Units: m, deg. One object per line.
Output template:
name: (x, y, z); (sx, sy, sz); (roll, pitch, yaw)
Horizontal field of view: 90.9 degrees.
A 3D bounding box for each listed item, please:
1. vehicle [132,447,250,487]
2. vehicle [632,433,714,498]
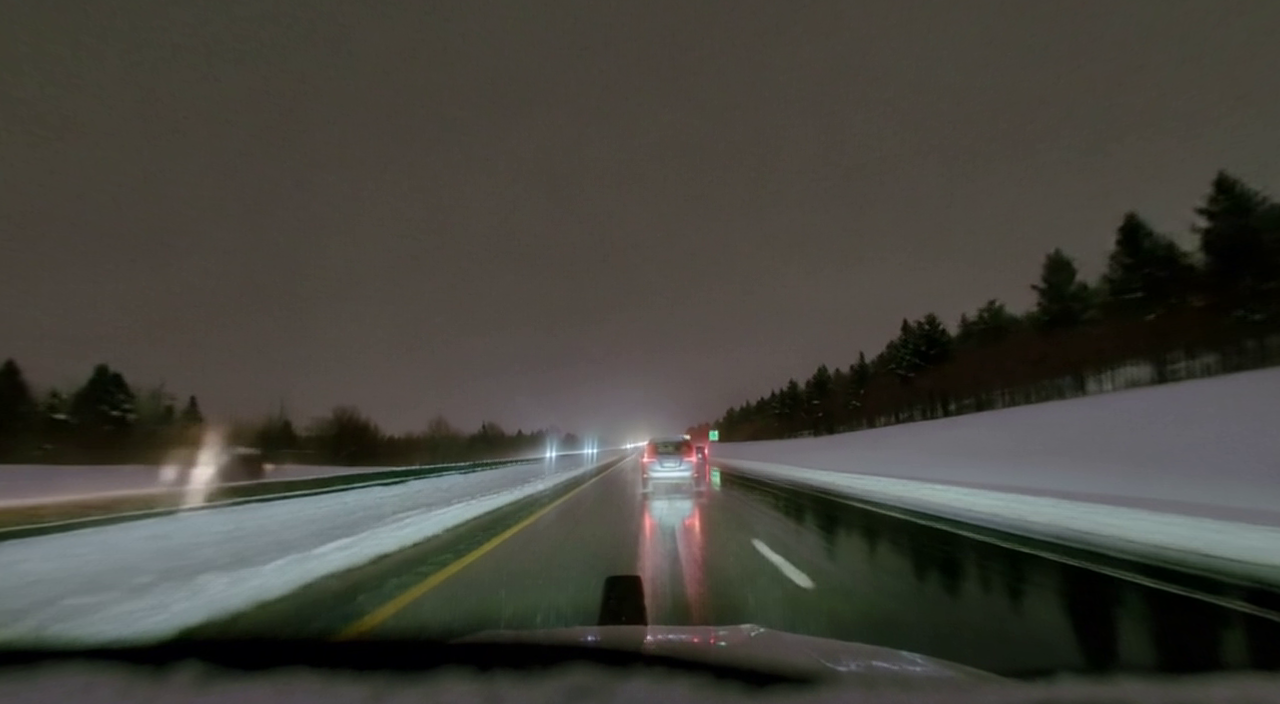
vehicle: (-21.672, 5.533, 30.767); (2.004, 1.711, 5.014); (-1, -9, 1)
vehicle: (0.935, 3.325, 18.874); (2.143, 1.693, 4.513); (-1, -9, 2)
